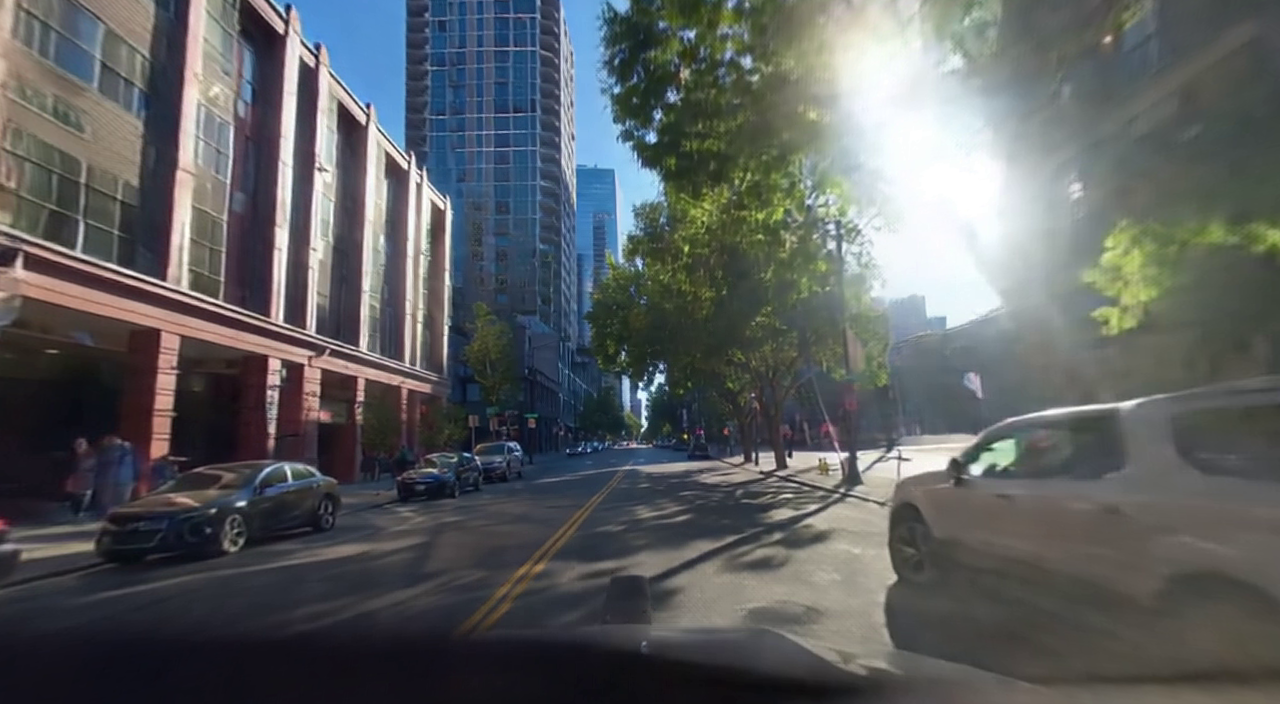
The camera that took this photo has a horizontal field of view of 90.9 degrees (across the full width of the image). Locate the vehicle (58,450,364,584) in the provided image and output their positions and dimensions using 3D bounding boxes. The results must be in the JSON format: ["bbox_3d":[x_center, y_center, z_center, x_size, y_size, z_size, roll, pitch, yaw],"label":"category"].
[{"bbox_3d":[-6.645,2.515,10.583,2.110,1.498,4.555,-5,-8,-2],"label":"vehicle"}]

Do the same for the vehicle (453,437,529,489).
[{"bbox_3d":[-6.491,4.854,27.995,2.273,1.871,4.920,-5,-8,-2],"label":"vehicle"}]

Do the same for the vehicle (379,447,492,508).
[{"bbox_3d":[-6.651,4.089,21.142,2.270,1.539,4.855,-5,-8,-2],"label":"vehicle"}]

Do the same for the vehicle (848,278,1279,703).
[{"bbox_3d":[3.916,1.000,4.651,2.568,2.001,5.999,1,-8,-2],"label":"vehicle"}]
